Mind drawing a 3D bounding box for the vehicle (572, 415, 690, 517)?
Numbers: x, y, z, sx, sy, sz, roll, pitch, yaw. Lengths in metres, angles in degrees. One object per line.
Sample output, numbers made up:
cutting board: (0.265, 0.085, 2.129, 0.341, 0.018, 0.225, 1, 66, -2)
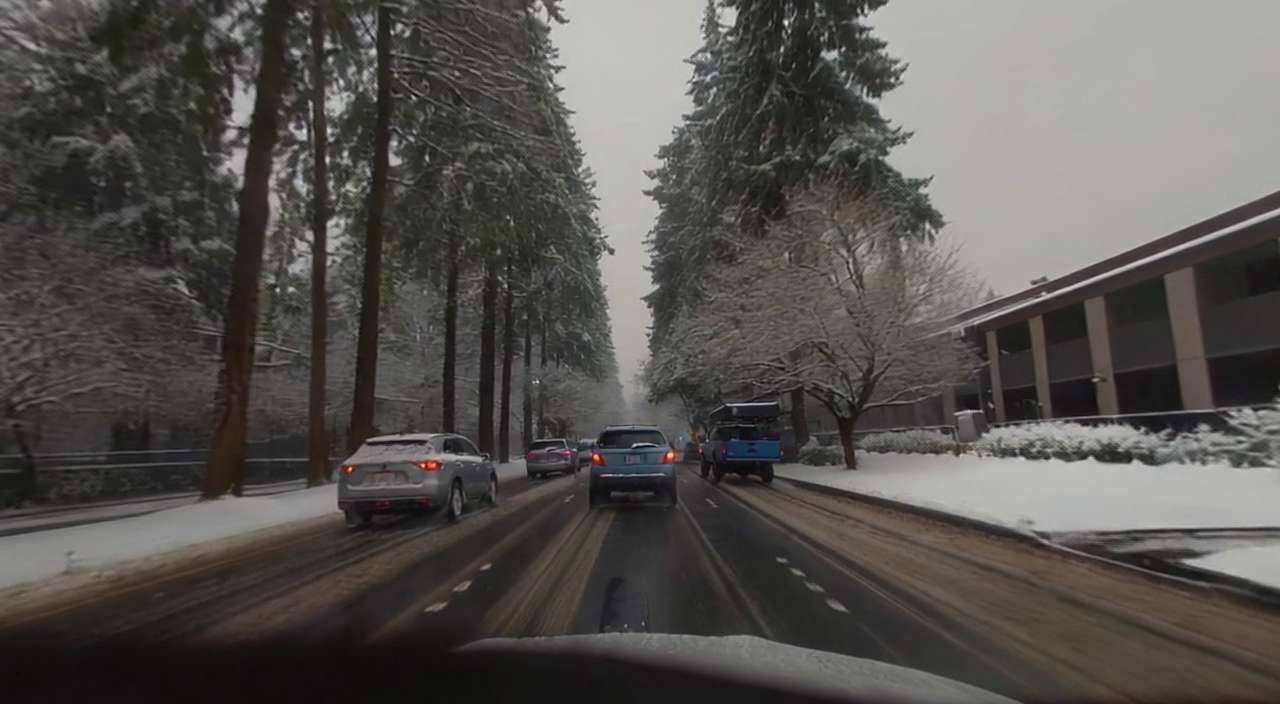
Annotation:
vehicle: (-0.132, 2.297, 13.117, 2.075, 1.770, 4.018, 0, -8, 1)

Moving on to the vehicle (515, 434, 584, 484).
vehicle: (-3.216, 3.882, 23.169, 1.894, 1.642, 3.861, 0, -8, 1)

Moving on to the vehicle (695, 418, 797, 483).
vehicle: (3.665, 3.613, 23.261, 2.655, 2.054, 6.098, 0, -8, 0)

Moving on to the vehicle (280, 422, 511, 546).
vehicle: (-3.735, 2.095, 10.746, 1.959, 1.614, 4.676, 0, -8, 1)
